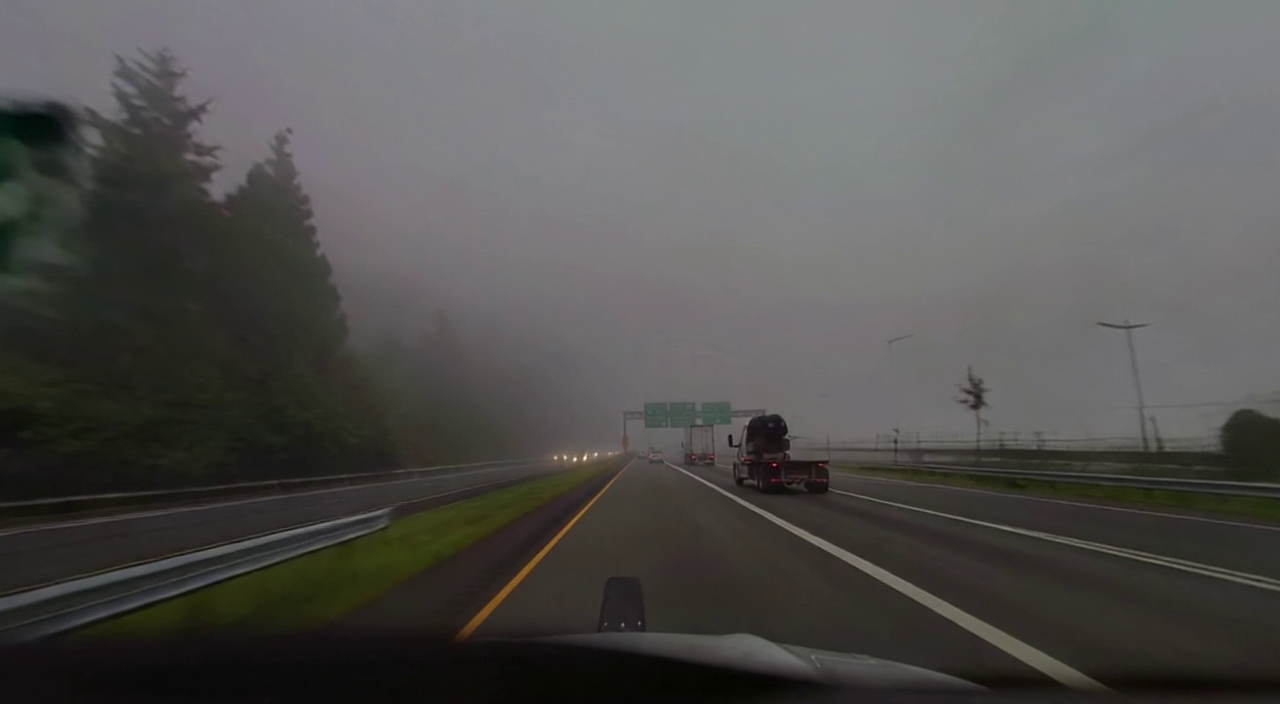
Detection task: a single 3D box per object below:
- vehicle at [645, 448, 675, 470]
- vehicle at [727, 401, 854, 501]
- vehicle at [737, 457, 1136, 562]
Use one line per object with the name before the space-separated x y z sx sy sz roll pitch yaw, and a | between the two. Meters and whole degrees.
vehicle | 1.428 7.599 44.999 2.049 1.500 3.790 0 -9 1
vehicle | 4.634 3.231 20.727 2.569 2.783 5.984 0 -9 -1
vehicle | 4.670 3.037 14.339 2.472 1.036 13.239 -2 -9 -2
